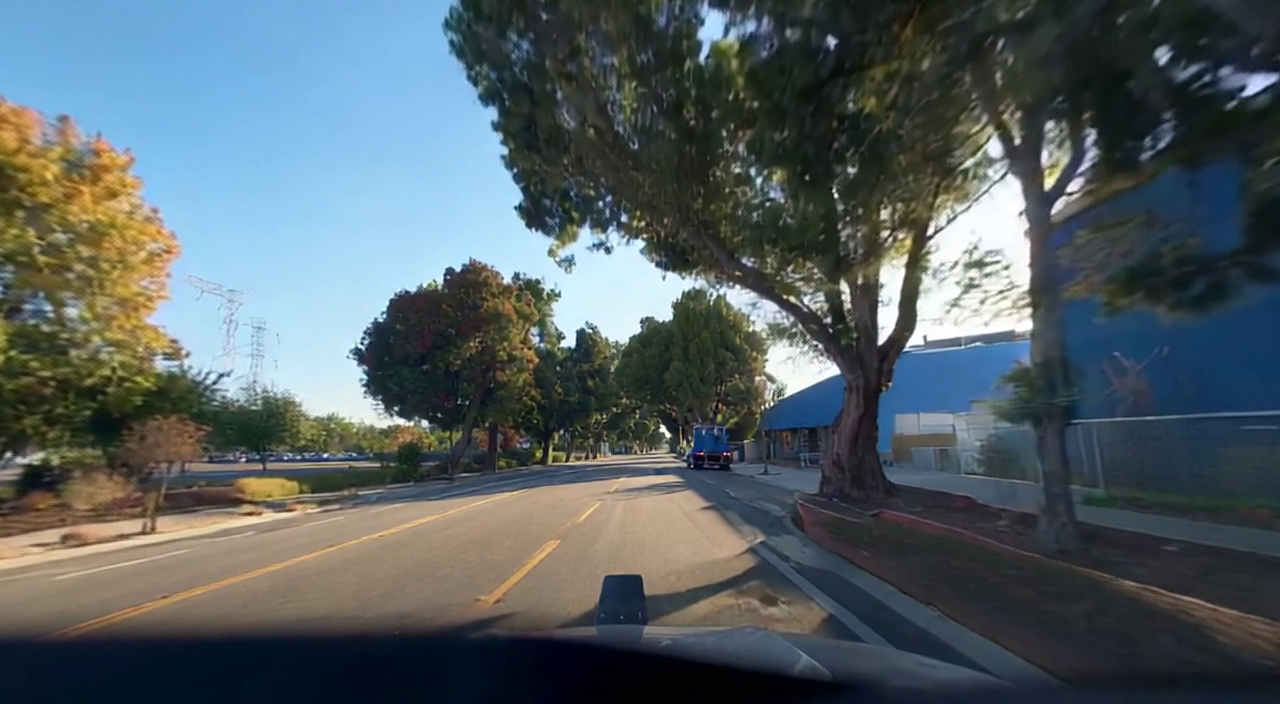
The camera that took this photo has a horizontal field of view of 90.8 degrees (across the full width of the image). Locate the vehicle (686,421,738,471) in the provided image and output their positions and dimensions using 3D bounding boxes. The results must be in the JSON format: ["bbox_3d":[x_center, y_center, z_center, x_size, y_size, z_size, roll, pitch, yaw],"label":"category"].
[{"bbox_3d":[4.977,6.677,44.900,3.019,3.303,6.252,0,-8,1],"label":"vehicle"}]
